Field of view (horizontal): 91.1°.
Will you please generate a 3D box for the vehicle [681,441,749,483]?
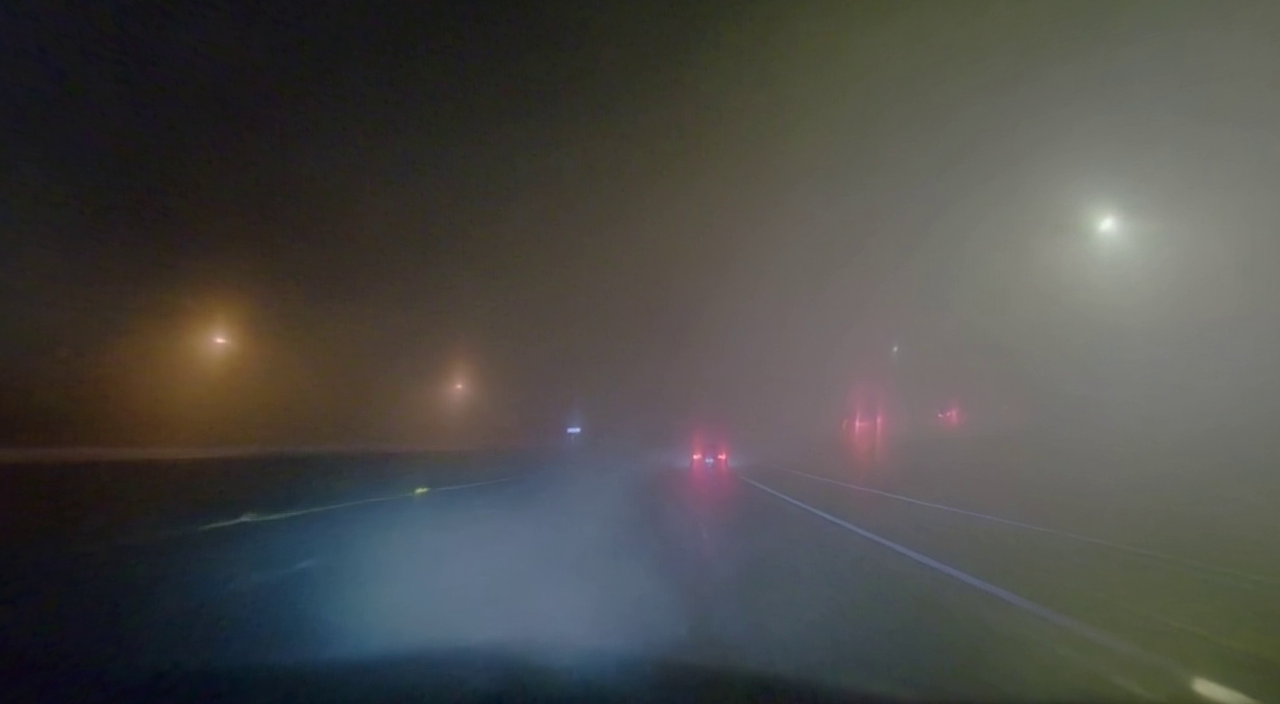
[{"bbox_3d":[2.710,4.097,23.693,2.124,1.405,4.398,0,-8,1],"label":"vehicle"}]
